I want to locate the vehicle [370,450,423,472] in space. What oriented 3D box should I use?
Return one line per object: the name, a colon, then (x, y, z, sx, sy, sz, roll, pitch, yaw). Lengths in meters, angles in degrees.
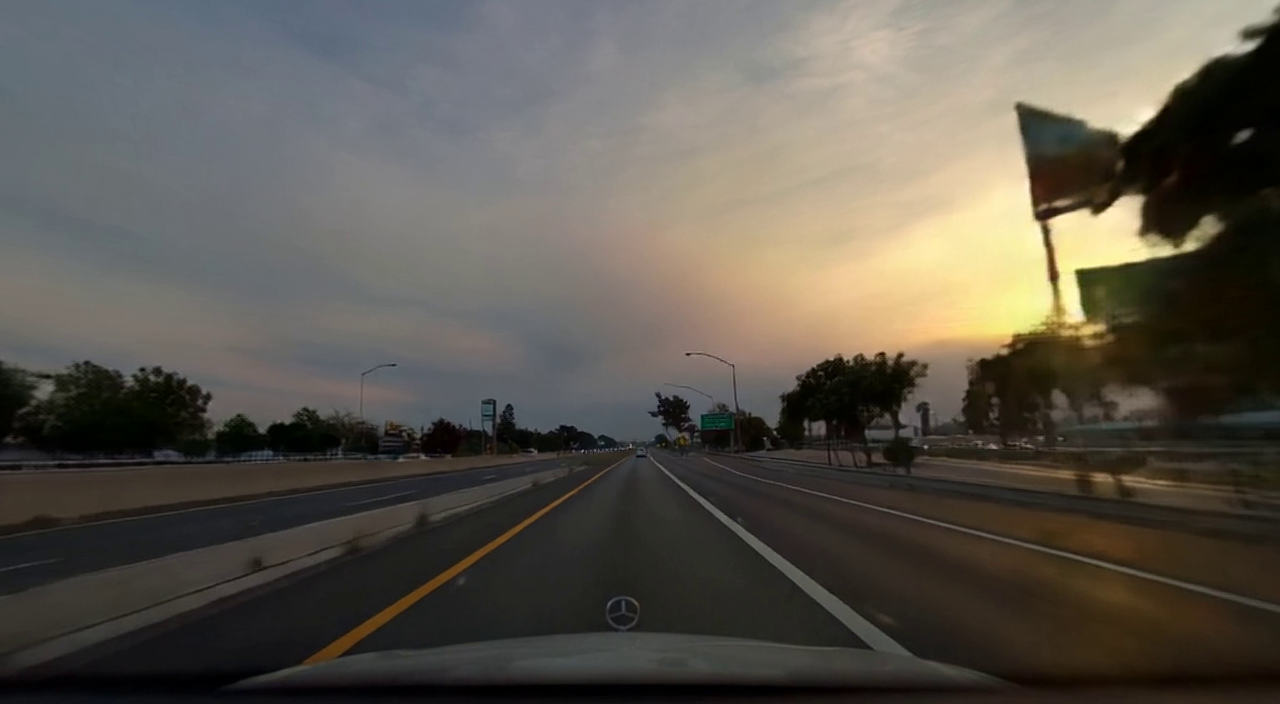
vehicle: (-17.909, 8.025, 46.518, 1.986, 1.496, 4.738, 0, -9, 0)
